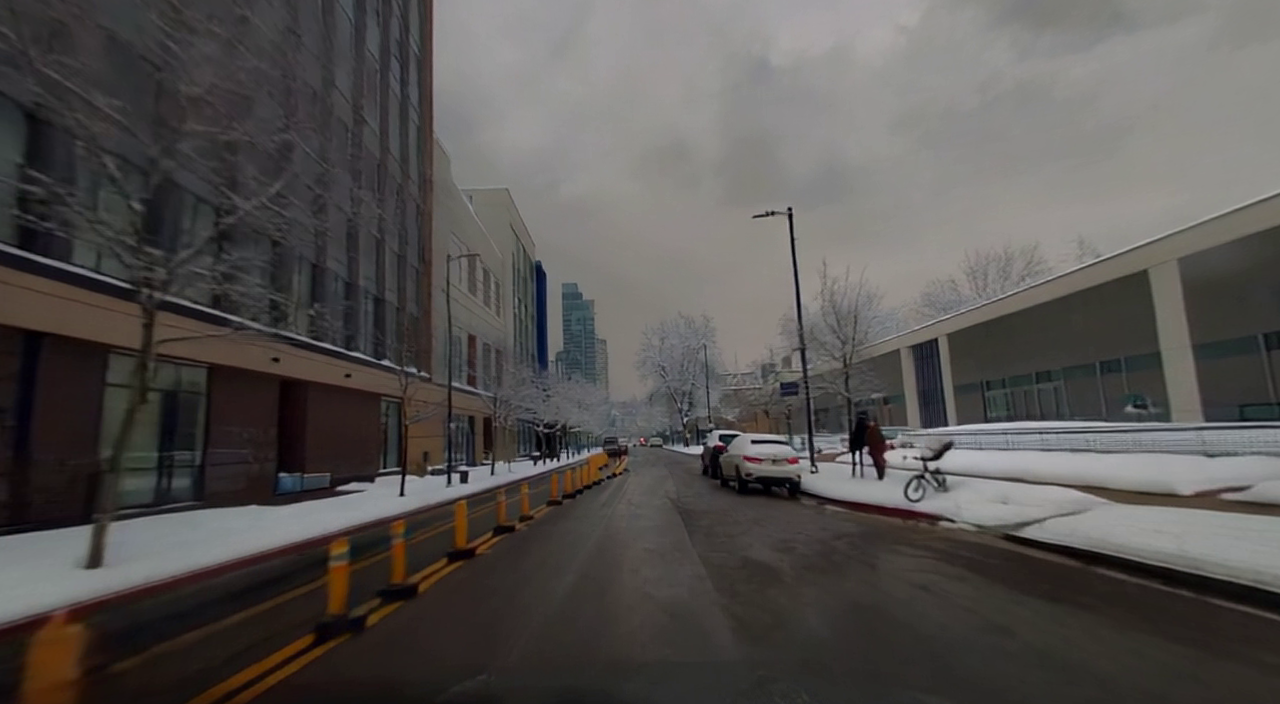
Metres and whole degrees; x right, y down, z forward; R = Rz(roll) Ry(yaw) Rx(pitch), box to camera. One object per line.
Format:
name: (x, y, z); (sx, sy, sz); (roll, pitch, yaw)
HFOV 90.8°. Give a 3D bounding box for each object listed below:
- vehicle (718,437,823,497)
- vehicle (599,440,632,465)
vehicle: (3.601, 3.242, 18.287); (2.020, 1.448, 4.220); (-1, -8, -1)
vehicle: (-1.575, 6.615, 41.683); (2.035, 1.506, 4.075); (-1, -8, -1)
